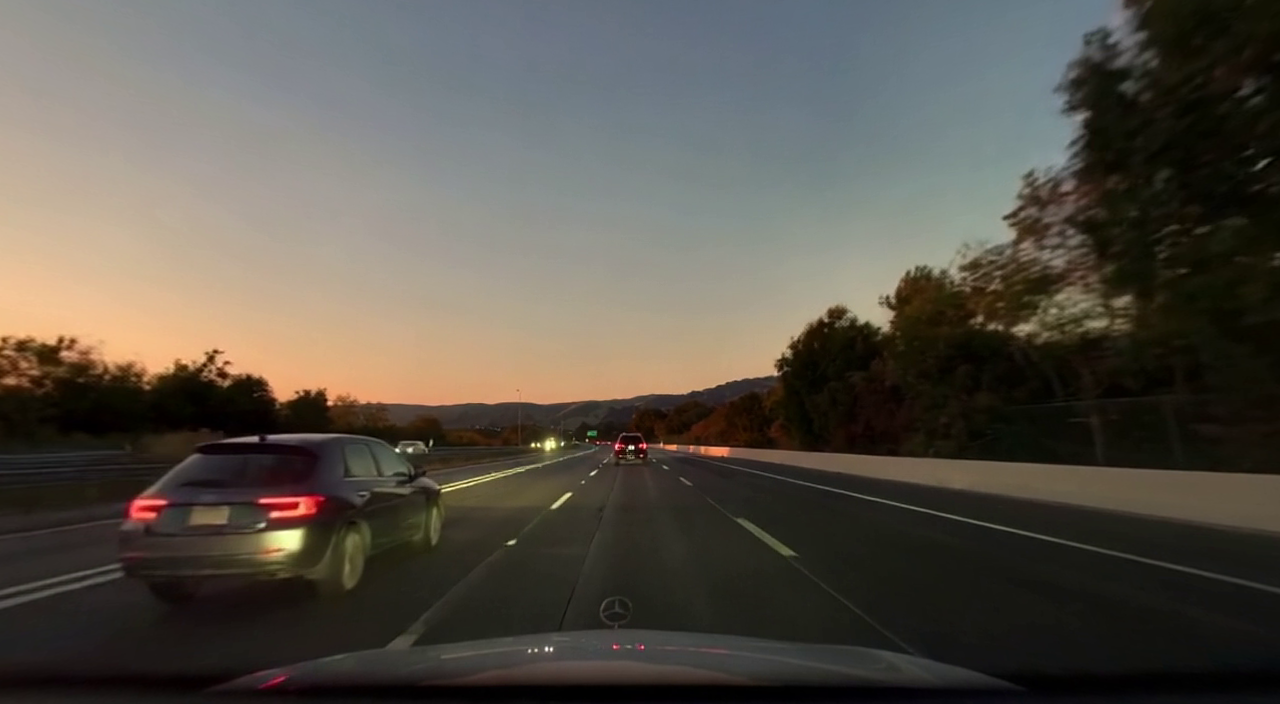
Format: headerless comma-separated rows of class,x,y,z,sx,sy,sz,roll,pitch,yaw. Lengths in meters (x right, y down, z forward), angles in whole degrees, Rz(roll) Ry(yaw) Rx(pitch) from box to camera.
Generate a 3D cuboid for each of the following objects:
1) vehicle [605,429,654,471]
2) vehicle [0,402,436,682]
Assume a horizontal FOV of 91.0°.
vehicle,-0.593,5.016,32.467,2.382,1.973,4.439,0,-8,-2
vehicle,-3.636,1.415,5.875,2.039,1.602,4.317,0,-8,-1
